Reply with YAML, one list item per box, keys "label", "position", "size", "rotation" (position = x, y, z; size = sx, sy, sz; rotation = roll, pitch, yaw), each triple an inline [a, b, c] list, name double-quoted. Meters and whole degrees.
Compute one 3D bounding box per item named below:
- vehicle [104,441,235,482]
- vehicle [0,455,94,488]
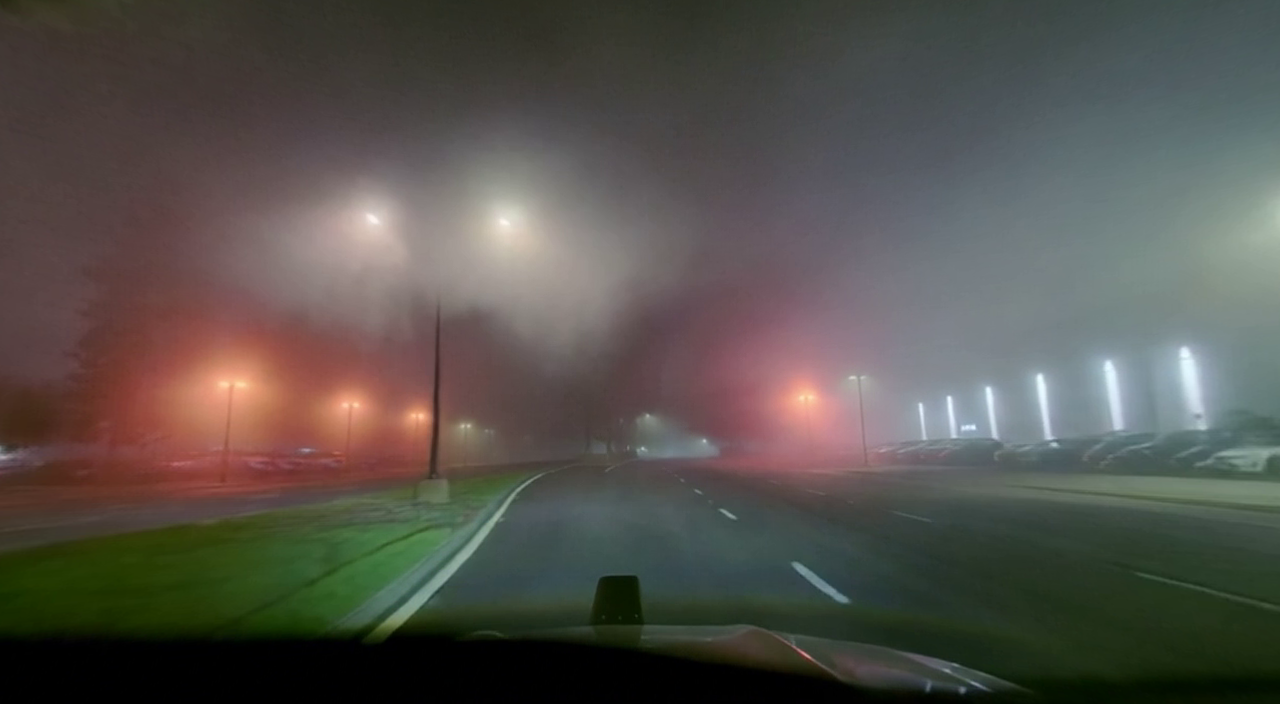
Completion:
- label: "vehicle"
  position: [-25.446, 5.941, 34.313]
  size: [5.442, 1.851, 2.152]
  rotation: [-3, -9, 1]
- label: "vehicle"
  position: [-31.287, 6.142, 32.774]
  size: [1.863, 1.525, 4.518]
  rotation: [0, -9, 0]
